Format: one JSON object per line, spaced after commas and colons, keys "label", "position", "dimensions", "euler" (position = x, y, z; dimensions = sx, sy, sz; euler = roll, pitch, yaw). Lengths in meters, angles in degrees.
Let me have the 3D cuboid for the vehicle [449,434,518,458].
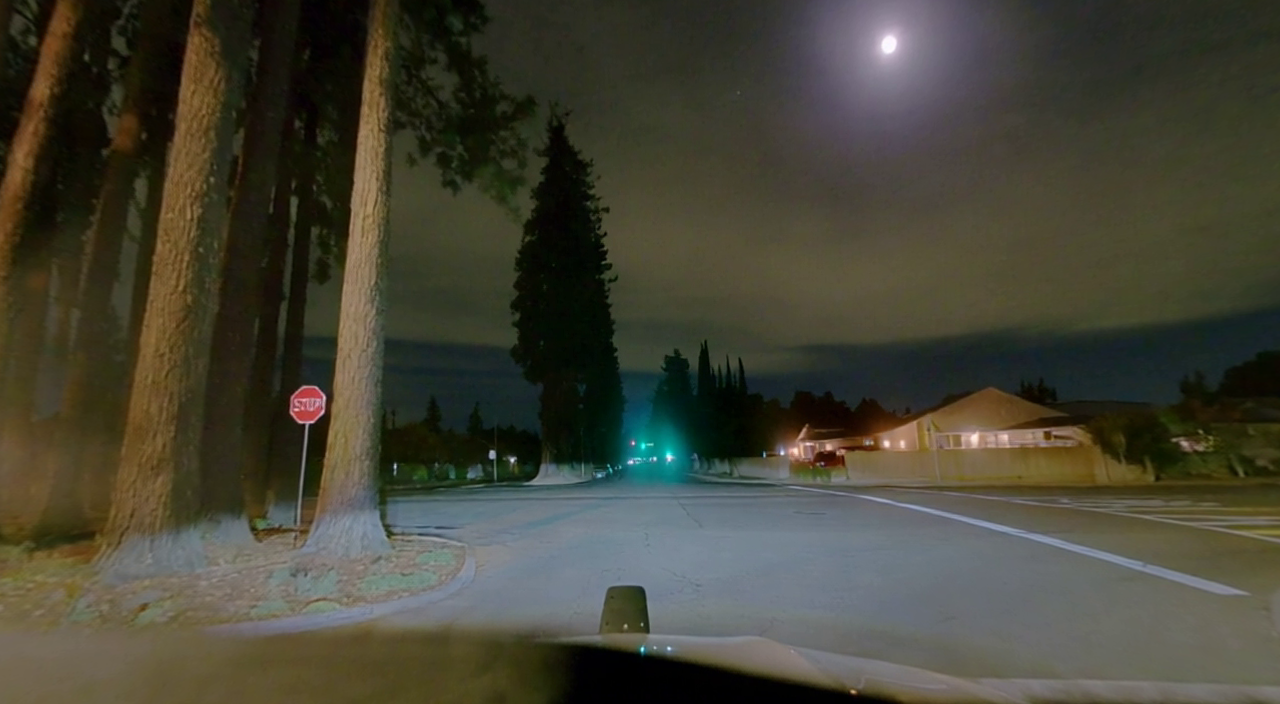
{"label": "vehicle", "position": [-11.683, 7.062, 47.301], "dimensions": [4.622, 1.782, 1.836], "euler": [0, -8, 1]}
